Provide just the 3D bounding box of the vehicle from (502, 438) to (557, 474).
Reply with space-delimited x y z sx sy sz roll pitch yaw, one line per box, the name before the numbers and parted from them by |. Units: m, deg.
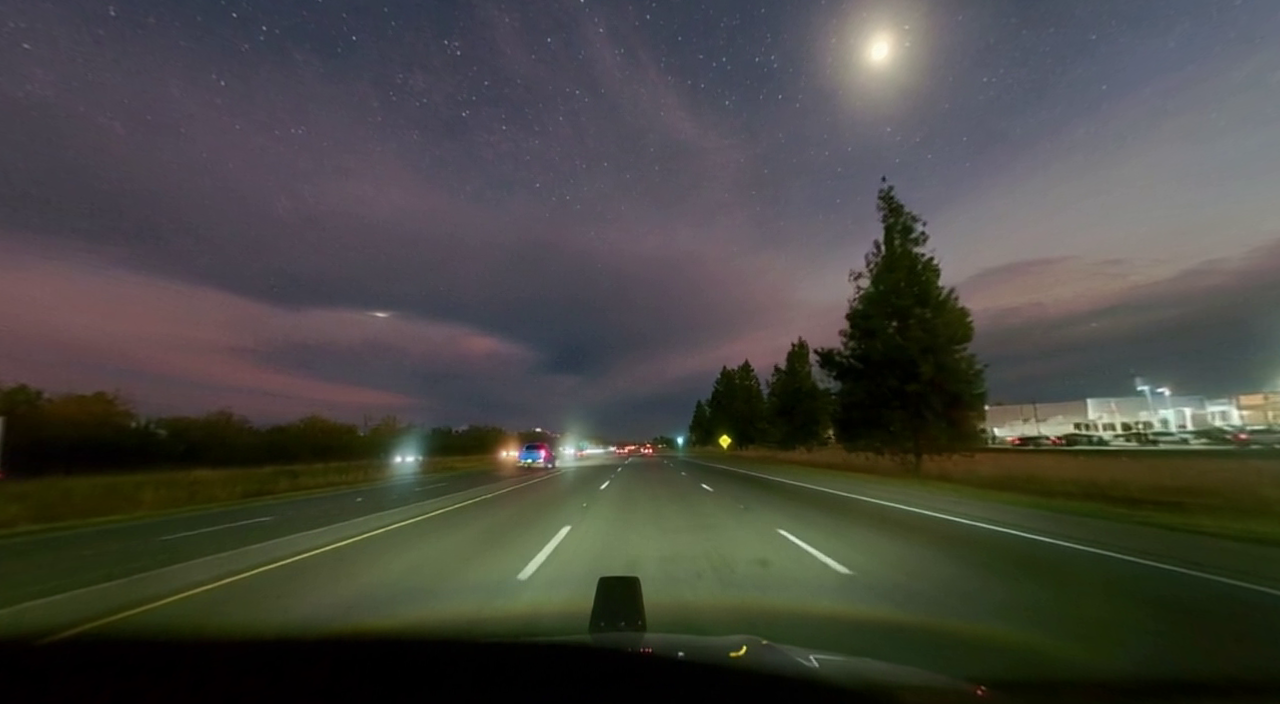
vehicle | -6.389 6.121 37.329 2.156 1.911 5.956 0 -8 0
